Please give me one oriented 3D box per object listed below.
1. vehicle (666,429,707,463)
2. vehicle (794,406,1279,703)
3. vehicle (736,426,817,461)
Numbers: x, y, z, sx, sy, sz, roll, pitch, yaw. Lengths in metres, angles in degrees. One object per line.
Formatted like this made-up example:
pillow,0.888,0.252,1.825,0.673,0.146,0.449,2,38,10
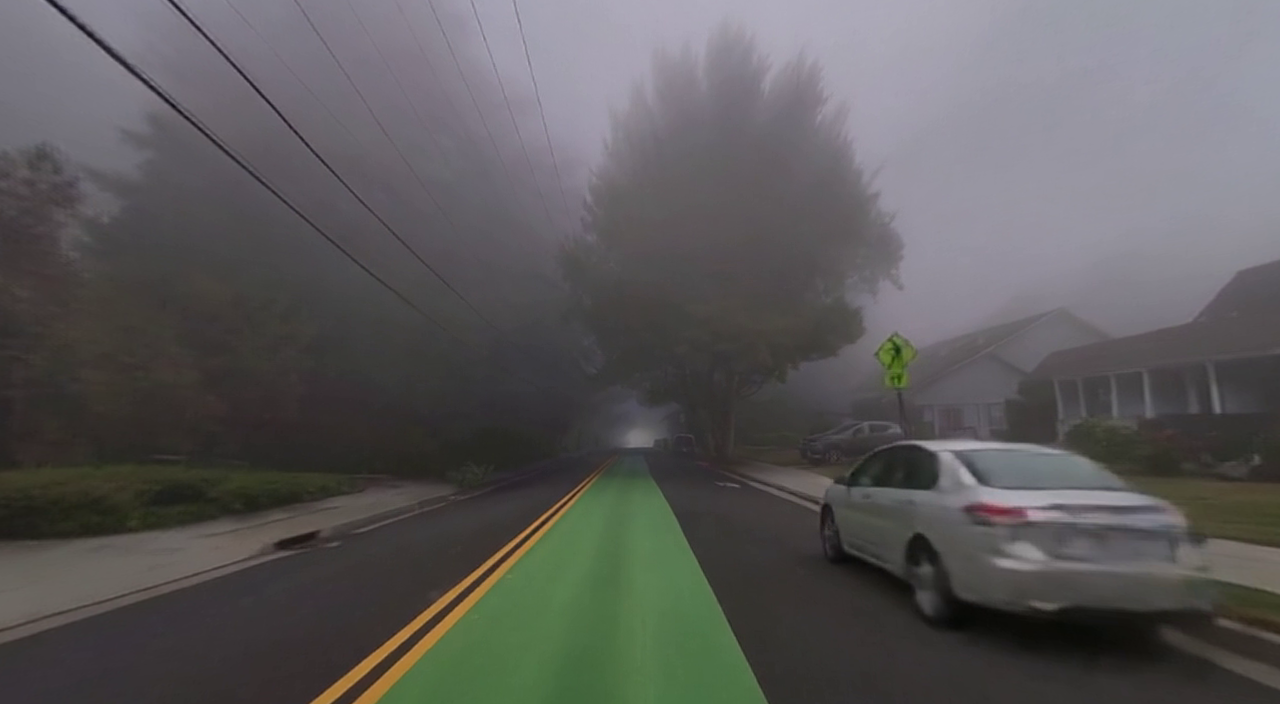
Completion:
vehicle,3.074,6.409,43.054,2.347,2.070,5.735,1,-9,0
vehicle,3.056,1.442,5.609,1.989,1.545,5.423,1,-9,0
vehicle,8.493,5.738,39.613,4.418,1.648,2.017,-6,-9,-1
